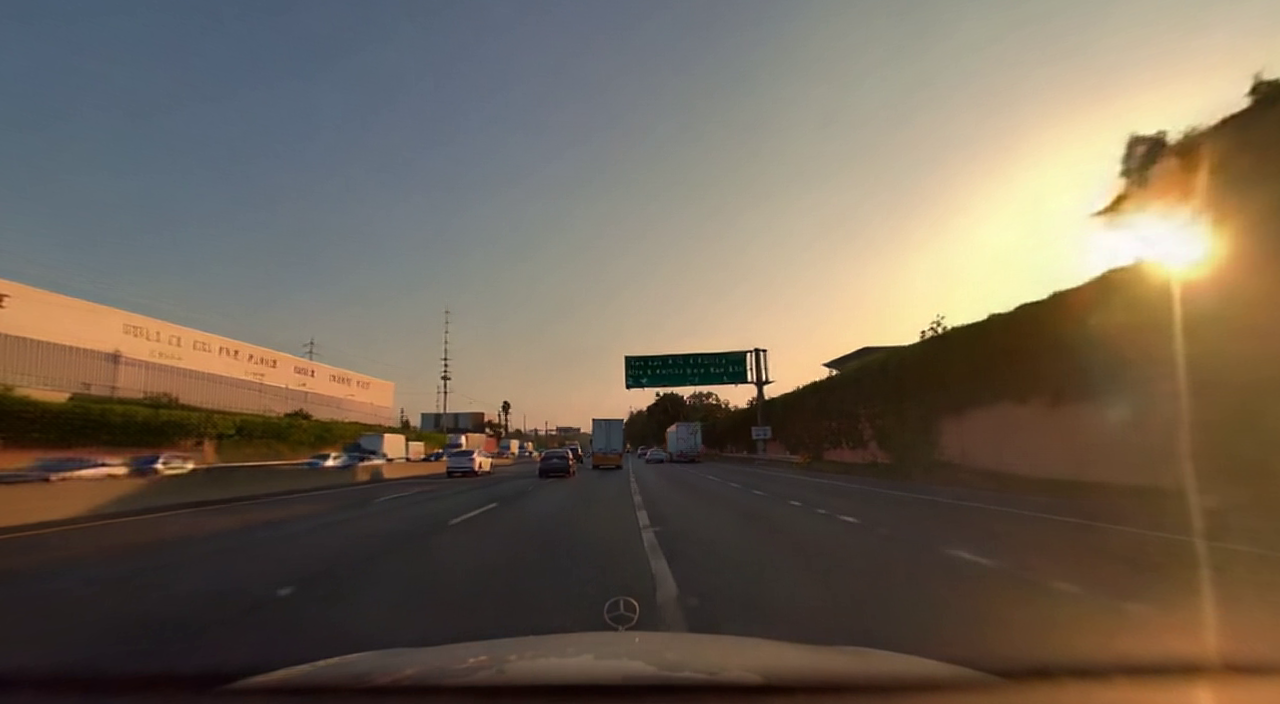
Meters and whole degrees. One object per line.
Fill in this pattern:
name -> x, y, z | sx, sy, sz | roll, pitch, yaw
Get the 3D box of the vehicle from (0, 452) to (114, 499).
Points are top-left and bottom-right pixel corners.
vehicle -> -21.613, 4.344, 22.676 | 1.867, 1.493, 4.311 | 0, -9, -1

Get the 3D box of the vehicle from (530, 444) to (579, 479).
vehicle -> -4.293, 5.557, 32.357 | 2.132, 1.679, 4.045 | 0, -9, -3

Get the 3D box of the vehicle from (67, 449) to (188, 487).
vehicle -> -25.353, 5.728, 31.590 | 1.941, 1.702, 4.949 | 0, -9, -2

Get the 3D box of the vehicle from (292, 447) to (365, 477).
vehicle -> -18.390, 6.511, 37.643 | 2.030, 1.629, 4.673 | 0, -9, -1

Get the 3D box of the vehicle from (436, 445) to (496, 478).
vehicle -> -9.672, 6.112, 35.586 | 2.129, 1.717, 4.593 | 0, -9, -1

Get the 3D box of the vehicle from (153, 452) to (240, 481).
vehicle -> -25.445, 6.550, 36.490 | 2.089, 1.529, 4.075 | 0, -9, -1
